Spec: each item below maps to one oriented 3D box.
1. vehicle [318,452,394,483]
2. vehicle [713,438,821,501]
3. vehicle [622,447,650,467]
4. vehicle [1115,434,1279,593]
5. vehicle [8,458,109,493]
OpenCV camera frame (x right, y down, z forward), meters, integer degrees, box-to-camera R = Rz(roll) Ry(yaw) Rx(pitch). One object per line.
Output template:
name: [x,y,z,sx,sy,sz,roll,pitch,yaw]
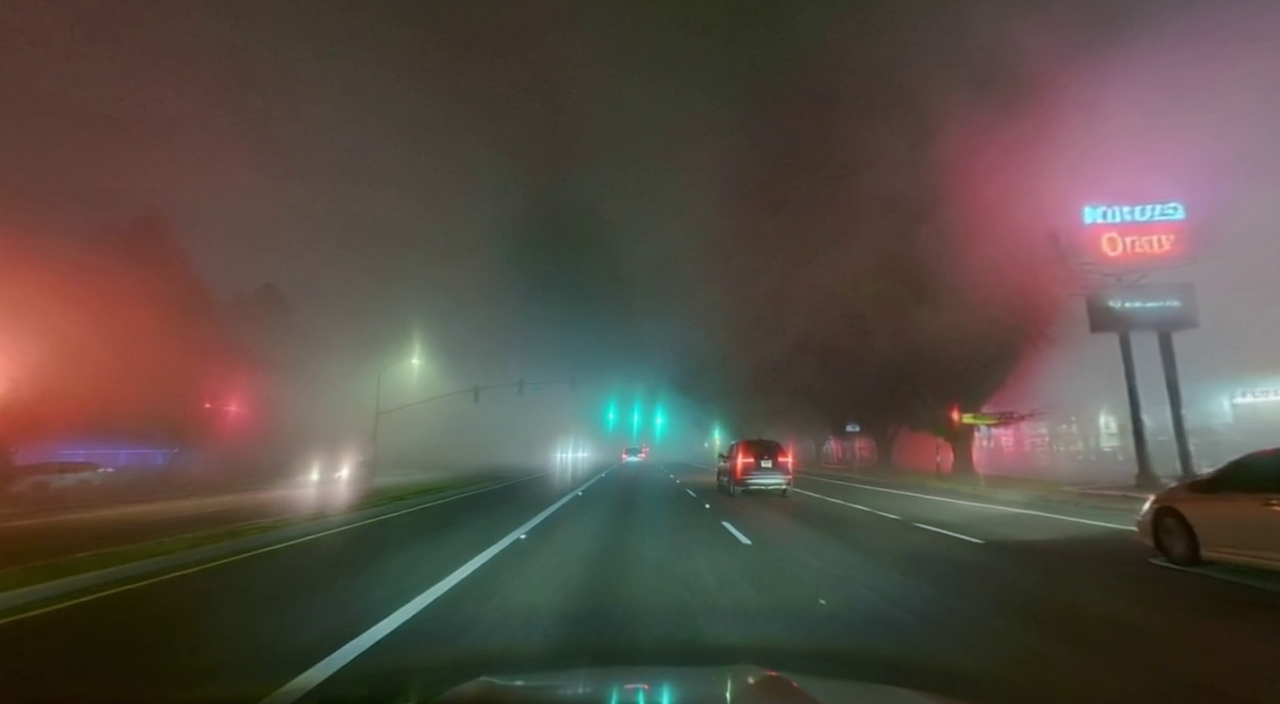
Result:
vehicle: [-15.303,6.225,34.309,1.908,1.486,4.629,0,-8,1]
vehicle: [3.486,3.308,18.289,2.072,1.545,4.578,0,-8,-1]
vehicle: [-0.283,8.059,48.815,2.052,1.461,4.324,0,-8,0]
vehicle: [6.900,1.439,5.487,1.952,1.449,4.544,0,-8,-1]
vehicle: [-33.034,6.973,36.130,1.856,1.675,5.356,2,-9,-15]
